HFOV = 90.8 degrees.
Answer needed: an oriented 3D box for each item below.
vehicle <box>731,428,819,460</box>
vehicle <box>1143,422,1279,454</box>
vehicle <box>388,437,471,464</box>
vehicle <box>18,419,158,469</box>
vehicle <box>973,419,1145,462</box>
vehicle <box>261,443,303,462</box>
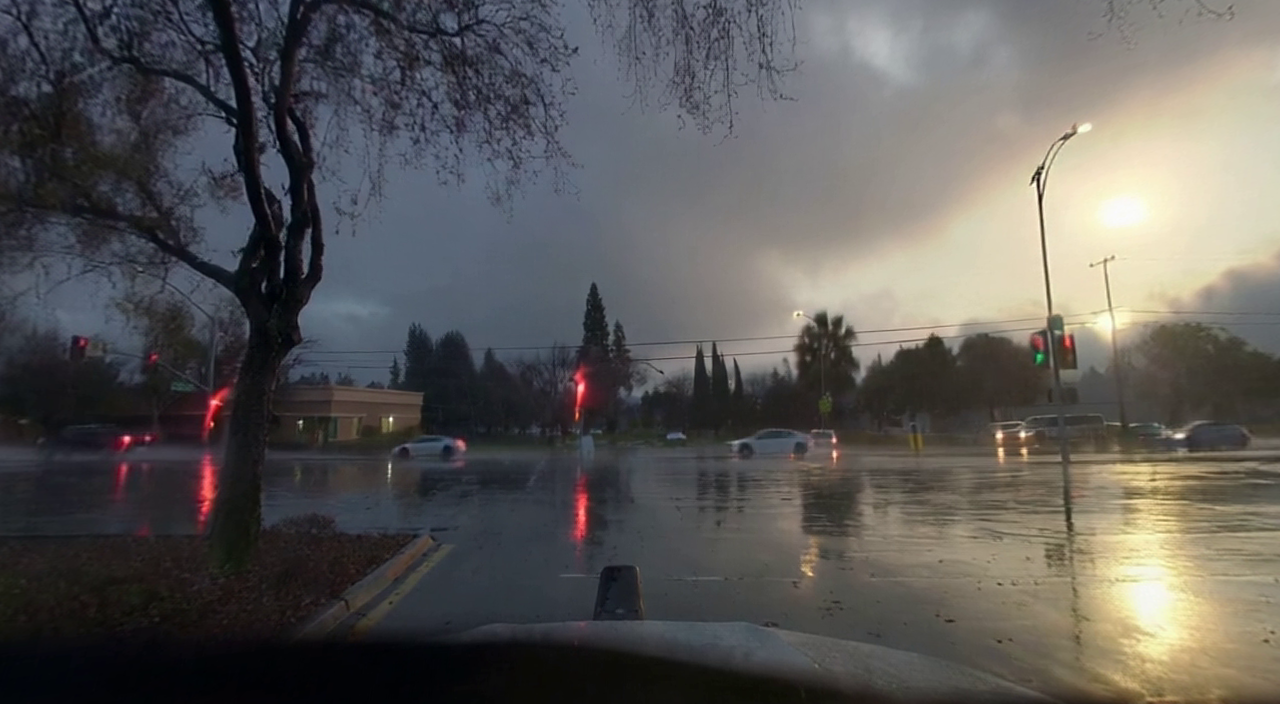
[{"bbox_3d":[7.455,5.102,34.994,4.590,1.701,1.881,-2,-9,11],"label":"vehicle"},{"bbox_3d":[28.106,4.259,31.048,4.801,1.494,1.915,-2,-9,10],"label":"vehicle"},{"bbox_3d":[-12.808,6.009,38.521,4.370,1.592,1.886,-2,-9,11],"label":"vehicle"},{"bbox_3d":[-37.728,6.294,43.260,7.790,3.197,2.653,-2,-9,10],"label":"vehicle"},{"bbox_3d":[15.038,3.212,22.944,4.749,1.461,1.892,-1,-9,9],"label":"vehicle"},{"bbox_3d":[-28.046,7.878,49.626,2.235,1.417,4.272,3,-9,-21],"label":"vehicle"}]
